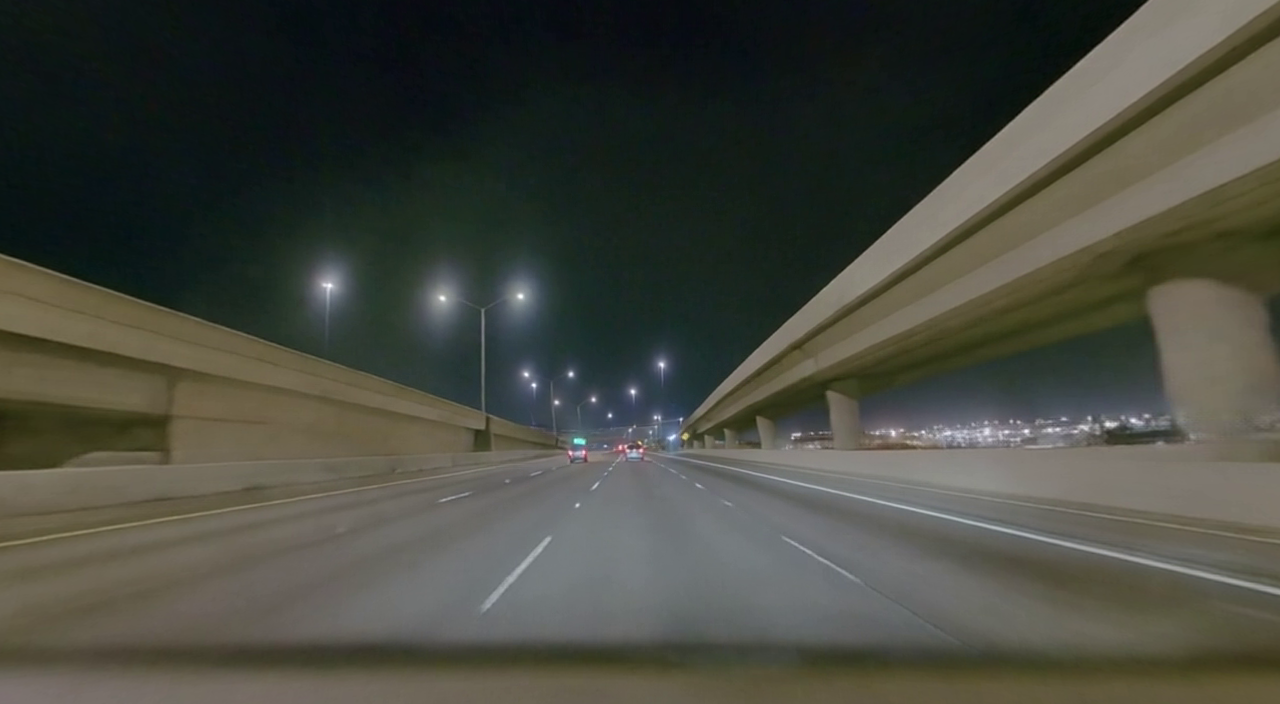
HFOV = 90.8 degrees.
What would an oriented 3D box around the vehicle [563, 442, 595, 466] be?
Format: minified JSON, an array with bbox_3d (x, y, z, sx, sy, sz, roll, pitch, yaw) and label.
[{"bbox_3d":[-4.385,7.403,46.139,2.000,1.646,4.201,0,-8,-1],"label":"vehicle"}]

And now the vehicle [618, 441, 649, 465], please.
[{"bbox_3d":[-0.483,7.327,45.924,2.132,1.657,3.967,0,-8,-1],"label":"vehicle"}]
